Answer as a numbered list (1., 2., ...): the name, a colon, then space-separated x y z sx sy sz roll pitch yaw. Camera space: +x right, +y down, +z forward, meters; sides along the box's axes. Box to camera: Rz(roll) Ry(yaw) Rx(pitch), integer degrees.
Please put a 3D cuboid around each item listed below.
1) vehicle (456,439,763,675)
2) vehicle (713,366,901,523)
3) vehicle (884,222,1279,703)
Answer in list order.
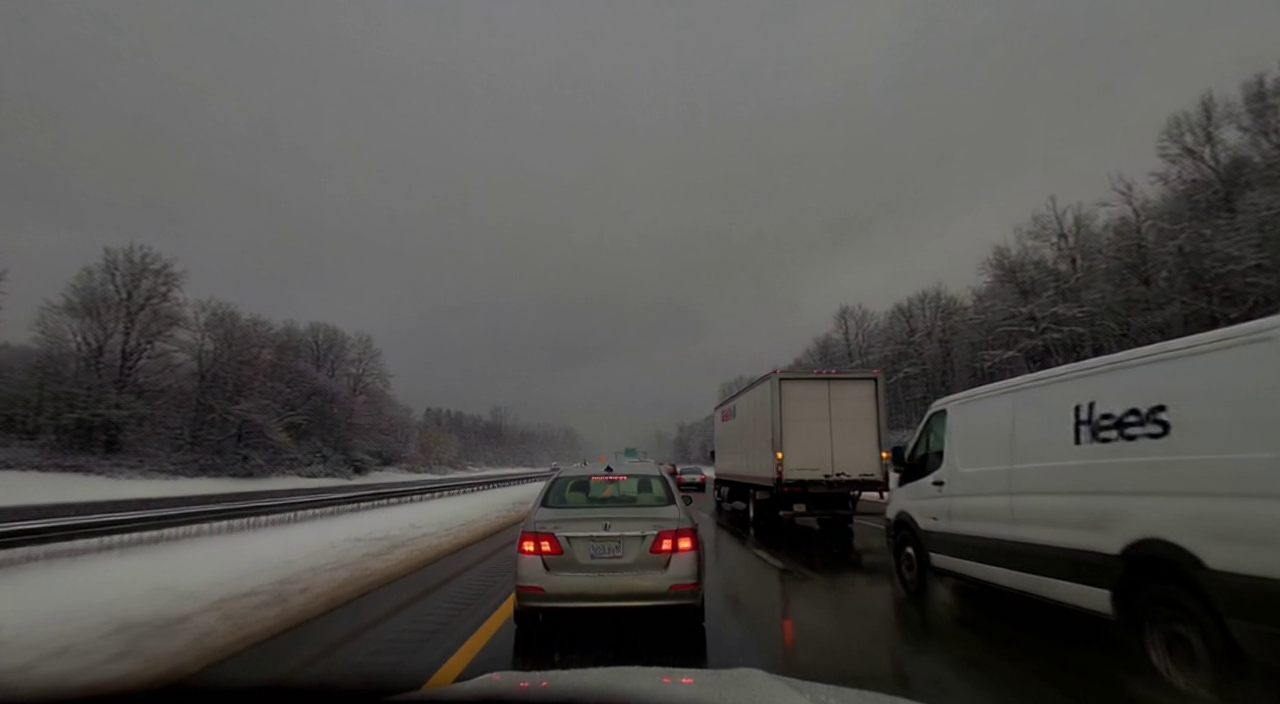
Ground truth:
1. vehicle: -0.245 1.661 5.879 1.980 1.493 3.410 1 -11 -2
2. vehicle: 4.881 3.361 21.713 2.936 3.972 11.144 1 -11 -3
3. vehicle: 4.176 1.068 4.979 2.328 2.537 5.290 1 -11 0
